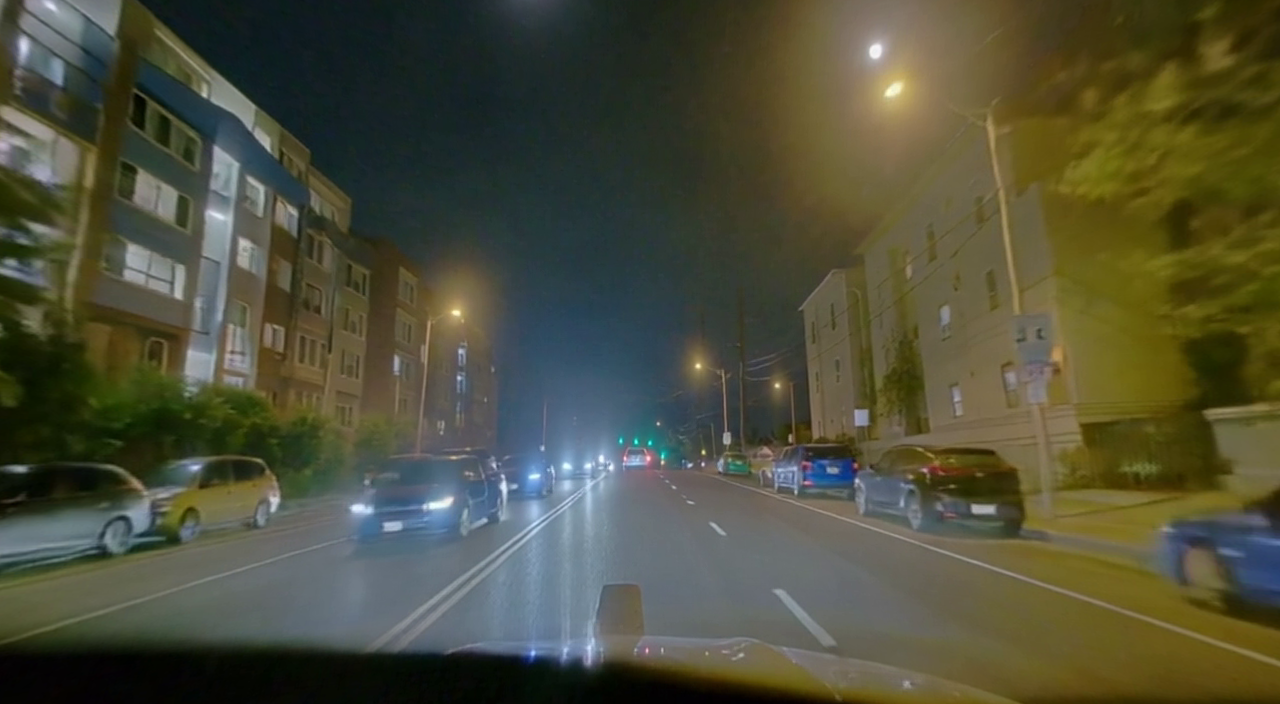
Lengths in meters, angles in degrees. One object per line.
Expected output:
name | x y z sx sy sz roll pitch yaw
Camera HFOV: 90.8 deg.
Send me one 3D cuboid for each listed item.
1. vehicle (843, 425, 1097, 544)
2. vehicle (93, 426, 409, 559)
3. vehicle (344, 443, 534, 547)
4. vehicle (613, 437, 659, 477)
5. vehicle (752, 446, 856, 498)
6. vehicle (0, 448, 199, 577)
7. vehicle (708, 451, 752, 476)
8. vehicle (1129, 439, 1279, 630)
vehicle | 6.163 2.513 12.775 2.211 1.884 5.031 0 -8 -3
vehicle | -6.348 2.325 11.333 2.451 1.823 4.900 0 -8 1
vehicle | -3.310 2.415 11.457 1.972 1.498 4.304 0 -8 1
vehicle | -0.158 5.551 33.901 2.308 1.940 4.125 -1 -7 1
vehicle | 6.098 4.529 24.477 2.350 1.706 5.901 0 -8 -1
vehicle | -9.453 2.342 9.812 1.950 1.668 4.552 0 -8 -1
vehicle | 5.796 7.214 41.126 1.943 1.490 4.783 0 -8 -3
vehicle | 6.223 1.389 4.459 1.964 1.550 4.424 0 -8 0
